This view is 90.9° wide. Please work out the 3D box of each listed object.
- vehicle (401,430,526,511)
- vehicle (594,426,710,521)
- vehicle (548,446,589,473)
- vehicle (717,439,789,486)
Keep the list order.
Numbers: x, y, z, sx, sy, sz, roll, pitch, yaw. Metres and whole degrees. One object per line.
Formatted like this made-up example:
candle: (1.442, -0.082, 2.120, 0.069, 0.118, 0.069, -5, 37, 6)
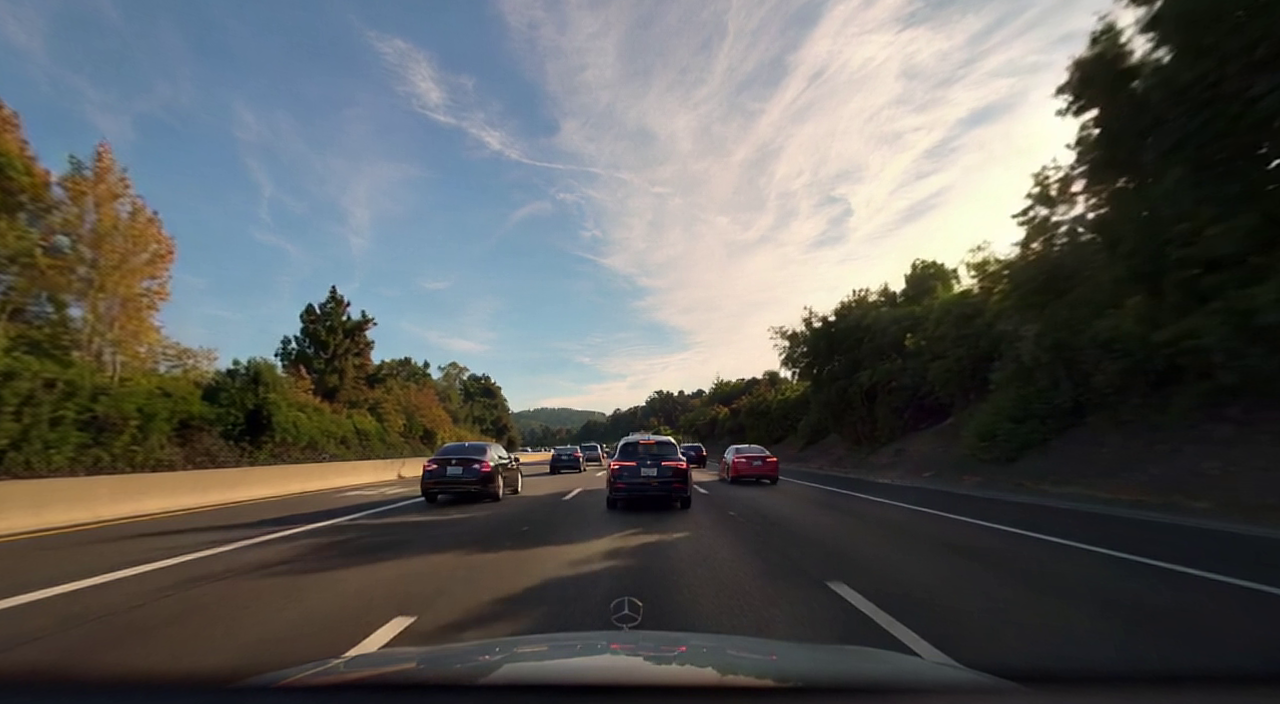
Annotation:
vehicle: (-4.115, 2.824, 15.416, 1.890, 1.708, 3.844, 0, -9, 0)
vehicle: (0.211, 2.506, 13.365, 2.093, 1.695, 3.782, 0, -9, 0)
vehicle: (-4.094, 6.228, 36.779, 1.910, 1.468, 3.781, 0, -9, 1)
vehicle: (4.097, 4.056, 23.409, 1.905, 1.590, 3.746, 0, -9, -1)
